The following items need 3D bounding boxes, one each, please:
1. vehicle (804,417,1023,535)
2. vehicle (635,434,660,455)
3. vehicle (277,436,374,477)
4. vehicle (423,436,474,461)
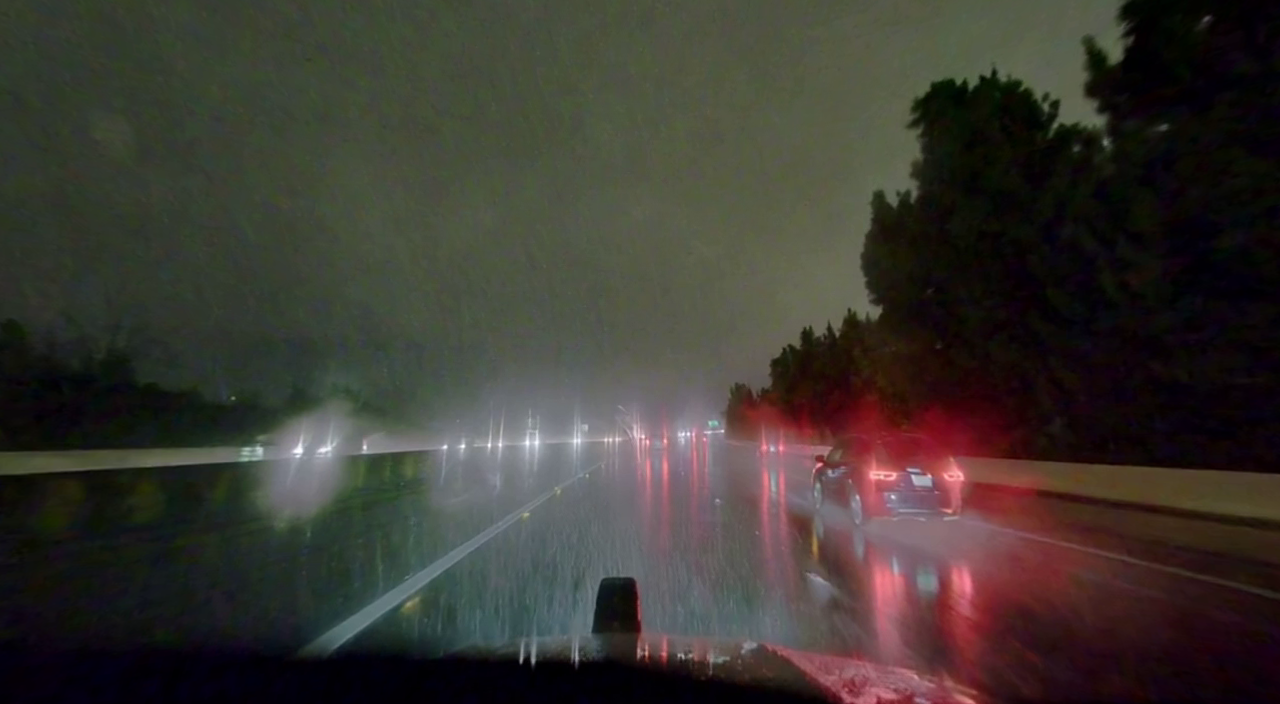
[{"bbox_3d":[4.096,1.886,10.171,1.834,1.548,3.651,0,-8,-1],"label":"vehicle"},{"bbox_3d":[0.531,6.909,47.095,1.771,1.480,3.781,0,-8,0],"label":"vehicle"},{"bbox_3d":[-12.268,4.067,24.805,1.821,1.464,3.805,0,-8,0],"label":"vehicle"},{"bbox_3d":[-12.058,6.064,39.825,1.842,1.454,4.299,-1,-7,0],"label":"vehicle"}]
